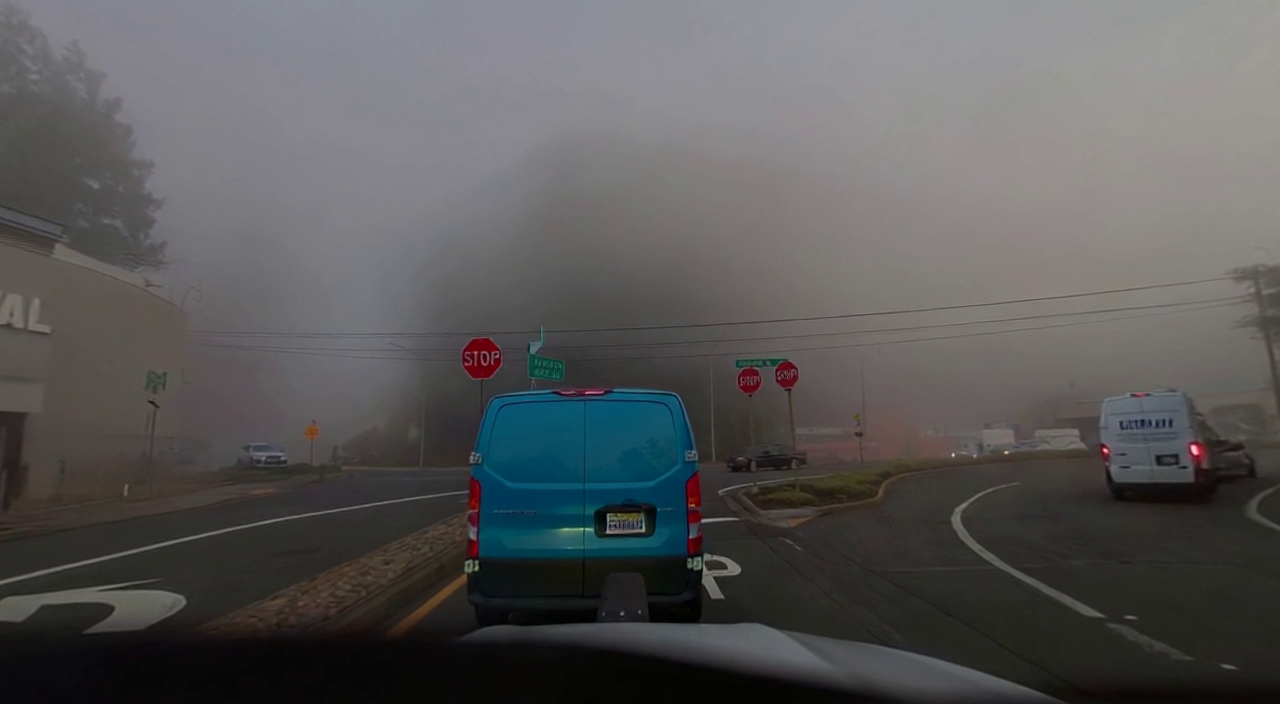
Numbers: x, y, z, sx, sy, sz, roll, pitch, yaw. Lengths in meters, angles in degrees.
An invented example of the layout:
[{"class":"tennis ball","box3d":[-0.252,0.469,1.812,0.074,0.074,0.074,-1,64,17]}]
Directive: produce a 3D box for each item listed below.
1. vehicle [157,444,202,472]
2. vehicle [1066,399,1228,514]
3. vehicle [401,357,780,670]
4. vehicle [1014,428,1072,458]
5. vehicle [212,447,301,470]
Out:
[{"class":"vehicle","box3d":[-29.797,6.846,40.984,1.913,1.682,4.120,5,-10,-31]},{"class":"vehicle","box3d":[11.995,2.435,15.072,2.385,2.196,5.640,-7,-11,38]},{"class":"vehicle","box3d":[-0.198,1.285,6.089,2.237,1.828,4.546,0,-9,3]},{"class":"vehicle","box3d":[26.337,5.945,41.164,2.079,1.797,5.345,-8,-12,42]},{"class":"vehicle","box3d":[-25.926,7.187,42.858,4.670,1.472,1.851,1,-9,-9]}]
